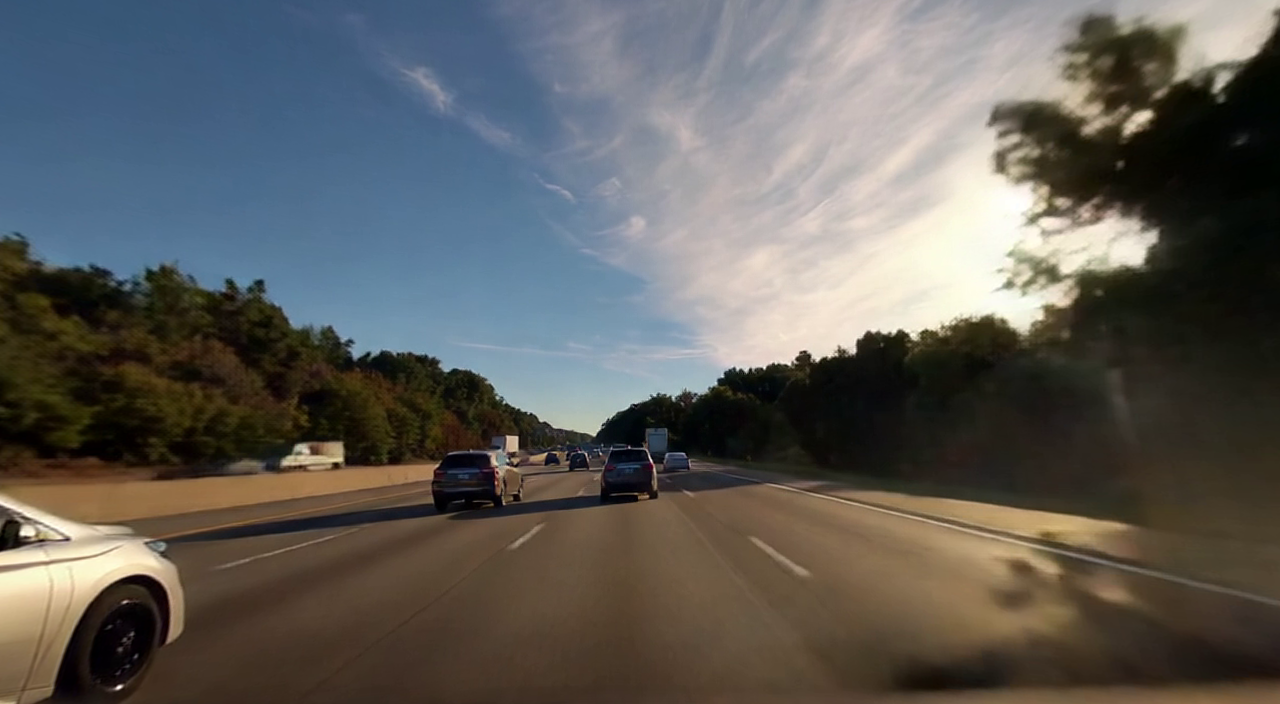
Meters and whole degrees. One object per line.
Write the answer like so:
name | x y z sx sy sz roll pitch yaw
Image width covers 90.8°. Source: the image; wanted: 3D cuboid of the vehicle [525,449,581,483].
vehicle | -4.028 5.338 29.898 1.999 1.484 4.269 0 -9 1

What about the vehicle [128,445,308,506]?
vehicle | -11.521 3.377 17.715 1.977 1.452 4.461 0 -9 -1

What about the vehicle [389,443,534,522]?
vehicle | -3.811 2.873 14.419 1.988 1.501 4.438 0 -9 0

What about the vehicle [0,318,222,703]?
vehicle | -3.960 0.629 1.661 2.243 1.889 4.949 0 -9 1

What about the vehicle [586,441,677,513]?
vehicle | -0.193 3.025 15.676 1.996 1.574 3.426 0 -9 0
